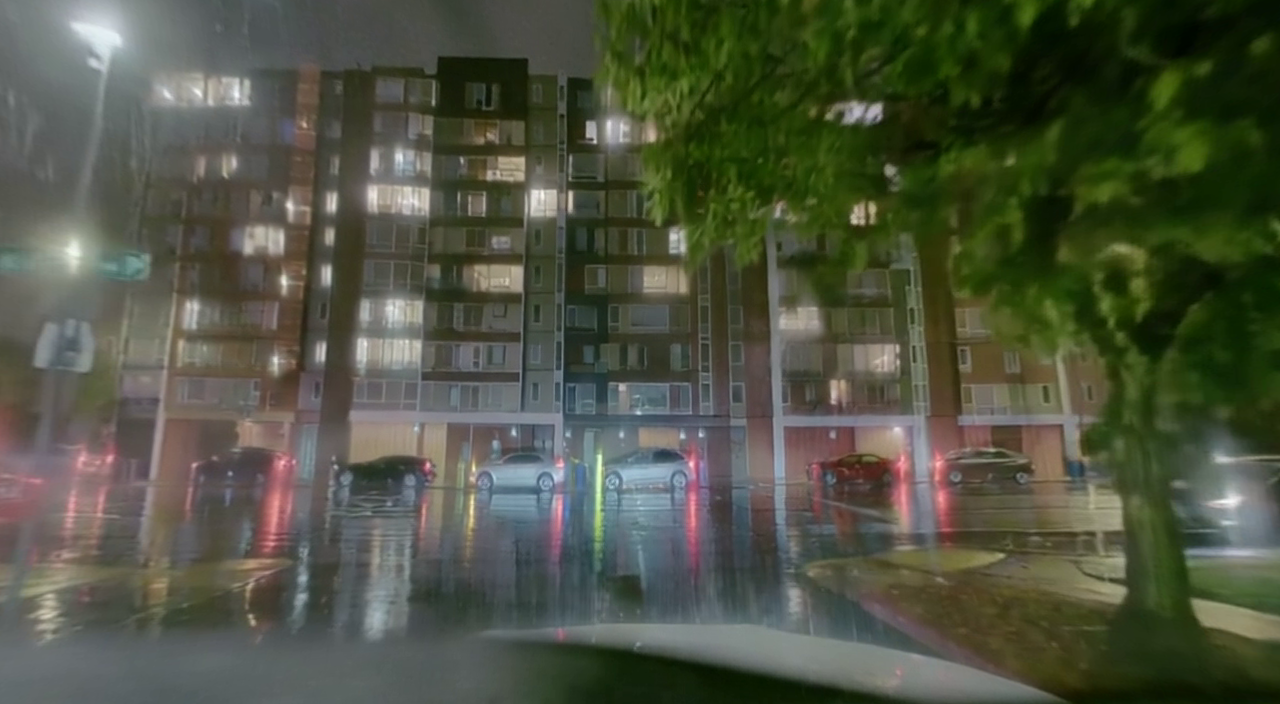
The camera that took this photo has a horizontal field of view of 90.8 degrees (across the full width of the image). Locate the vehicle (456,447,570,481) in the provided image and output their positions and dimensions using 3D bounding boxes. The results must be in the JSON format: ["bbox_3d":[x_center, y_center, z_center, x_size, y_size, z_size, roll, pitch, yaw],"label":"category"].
[{"bbox_3d":[-5.715,5.133,28.869,4.851,1.339,1.785,-1,-11,-2],"label":"vehicle"}]

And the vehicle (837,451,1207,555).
[{"bbox_3d":[5.915,2.382,10.332,4.714,1.471,1.978,-1,-8,2],"label":"vehicle"}]

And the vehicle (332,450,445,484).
[{"bbox_3d":[-11.339,5.211,28.711,4.336,1.438,1.776,1,-8,-3],"label":"vehicle"}]

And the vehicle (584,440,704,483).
[{"bbox_3d":[0.124,5.003,28.950,5.299,1.860,2.098,1,-10,-4],"label":"vehicle"}]

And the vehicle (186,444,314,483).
[{"bbox_3d":[-17.465,4.992,28.488,4.426,1.641,1.889,0,-8,-4],"label":"vehicle"}]
